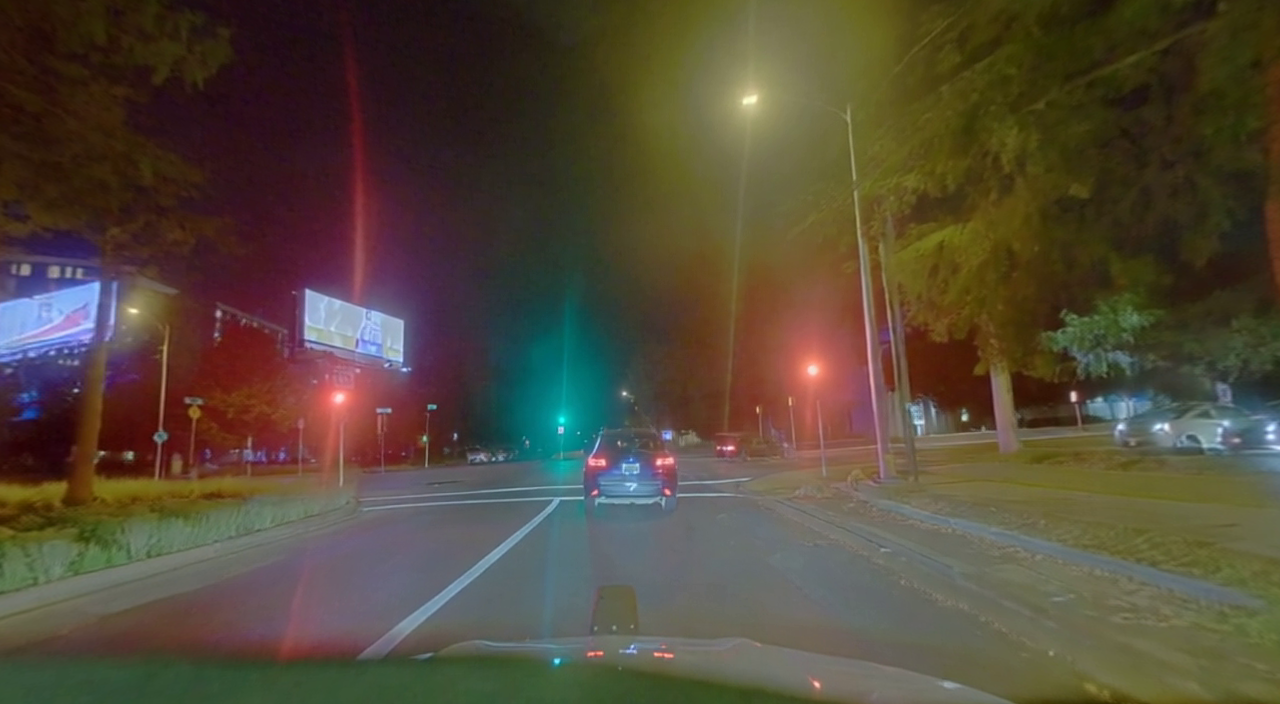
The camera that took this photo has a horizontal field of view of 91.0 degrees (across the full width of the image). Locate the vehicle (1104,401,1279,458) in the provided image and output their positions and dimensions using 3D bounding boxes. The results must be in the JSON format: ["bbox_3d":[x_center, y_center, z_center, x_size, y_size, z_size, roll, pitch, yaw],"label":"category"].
[{"bbox_3d":[15.735,2.214,17.752,3.750,1.502,1.781,-2,-8,13],"label":"vehicle"}]

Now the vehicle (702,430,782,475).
[{"bbox_3d":[3.977,3.835,24.241,1.716,1.602,3.403,-6,-10,33],"label":"vehicle"}]

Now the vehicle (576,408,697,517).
[{"bbox_3d":[-0.130,2.241,13.152,2.142,1.904,3.816,0,-8,-2],"label":"vehicle"}]
